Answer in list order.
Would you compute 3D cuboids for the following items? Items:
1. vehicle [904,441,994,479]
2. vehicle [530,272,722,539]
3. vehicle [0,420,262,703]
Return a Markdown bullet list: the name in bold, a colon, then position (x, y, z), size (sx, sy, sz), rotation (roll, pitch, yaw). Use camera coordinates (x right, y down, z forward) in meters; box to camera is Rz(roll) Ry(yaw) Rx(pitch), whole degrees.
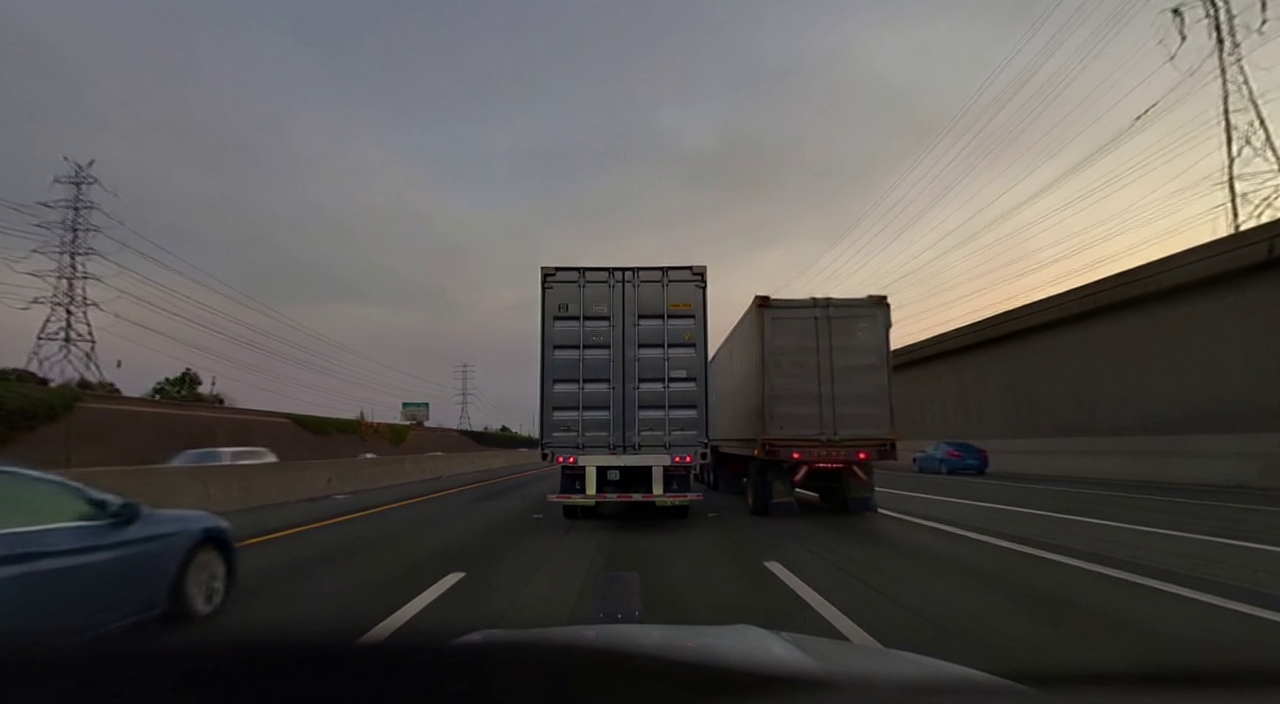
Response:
- **vehicle**: position (12.781, 4.485, 26.439), size (1.766, 1.452, 3.703), rotation (0, -9, -2)
- **vehicle**: position (-0.215, 1.646, 15.660), size (2.841, 4.071, 12.046), rotation (0, -9, 0)
- **vehicle**: position (-4.184, 1.068, 2.975), size (1.993, 1.475, 4.540), rotation (0, -9, 0)
